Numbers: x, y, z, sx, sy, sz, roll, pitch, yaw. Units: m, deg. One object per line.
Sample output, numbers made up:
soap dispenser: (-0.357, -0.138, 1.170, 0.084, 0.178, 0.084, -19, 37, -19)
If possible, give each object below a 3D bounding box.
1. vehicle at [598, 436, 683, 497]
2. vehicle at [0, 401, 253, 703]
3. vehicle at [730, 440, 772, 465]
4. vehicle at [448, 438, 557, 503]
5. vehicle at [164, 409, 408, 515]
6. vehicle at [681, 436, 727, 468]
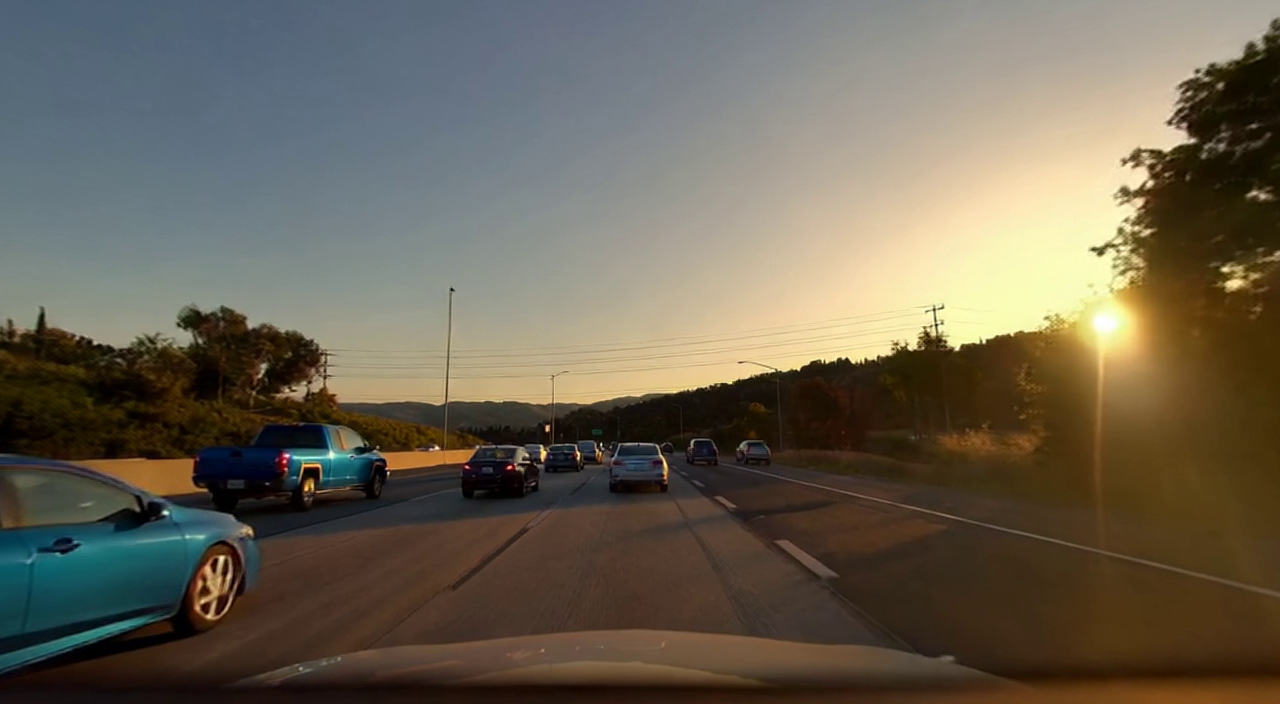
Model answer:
vehicle: (-0.014, 3.181, 18.009, 2.102, 1.499, 4.439, 0, -8, -1)
vehicle: (-3.637, 0.849, 1.895, 1.955, 1.481, 4.604, 0, -8, 1)
vehicle: (7.742, 7.039, 44.460, 1.969, 1.608, 4.865, 0, -8, -1)
vehicle: (-3.367, 2.978, 16.323, 1.899, 1.437, 4.131, 0, -8, 0)
vehicle: (-7.541, 2.433, 14.444, 2.194, 1.922, 5.637, 0, -8, 1)
vehicle: (3.787, 6.056, 38.552, 2.113, 1.800, 5.376, 0, -8, -2)
